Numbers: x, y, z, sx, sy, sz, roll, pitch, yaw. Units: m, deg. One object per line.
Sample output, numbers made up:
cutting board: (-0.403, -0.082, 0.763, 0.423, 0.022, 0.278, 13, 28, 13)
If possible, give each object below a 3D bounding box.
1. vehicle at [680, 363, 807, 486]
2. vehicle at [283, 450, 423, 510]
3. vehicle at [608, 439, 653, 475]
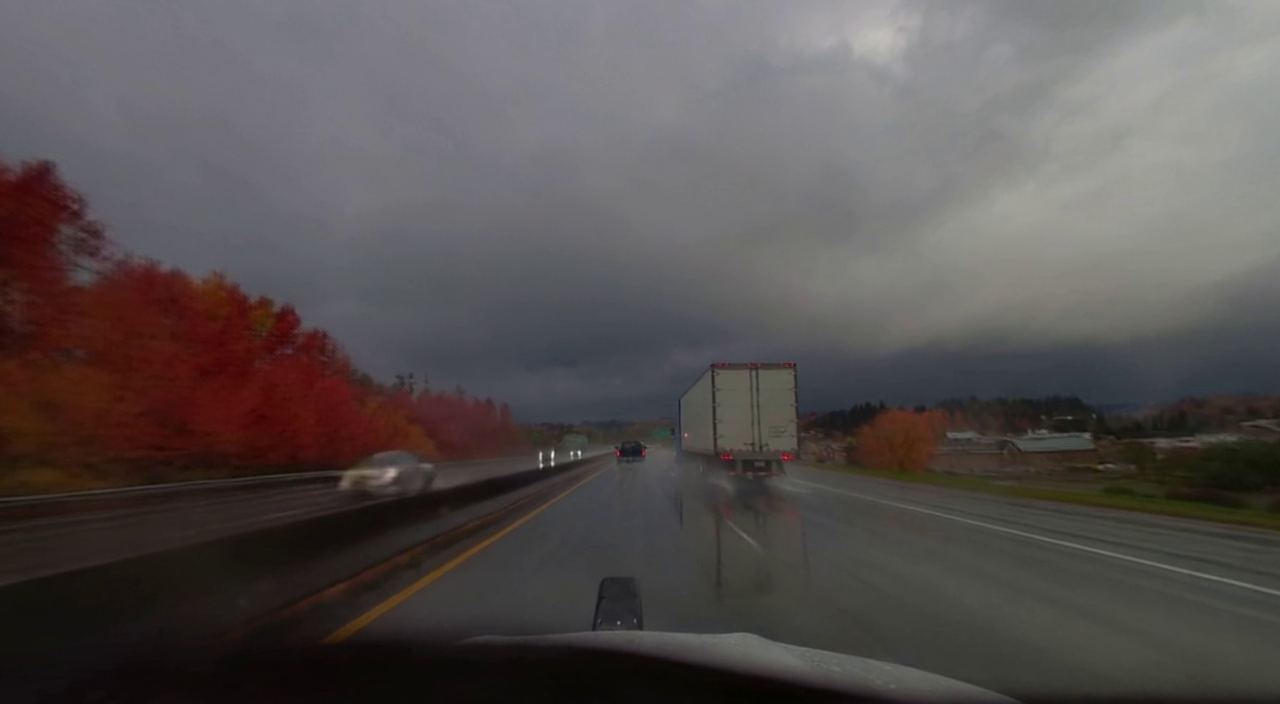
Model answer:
vehicle: (3.844, 3.402, 27.608, 3.068, 4.042, 13.787, 0, -9, -1)
vehicle: (-8.211, 3.664, 18.481, 2.049, 1.525, 4.396, 0, -9, 0)
vehicle: (-0.441, 5.340, 32.178, 2.151, 1.693, 4.201, 0, -9, 0)
